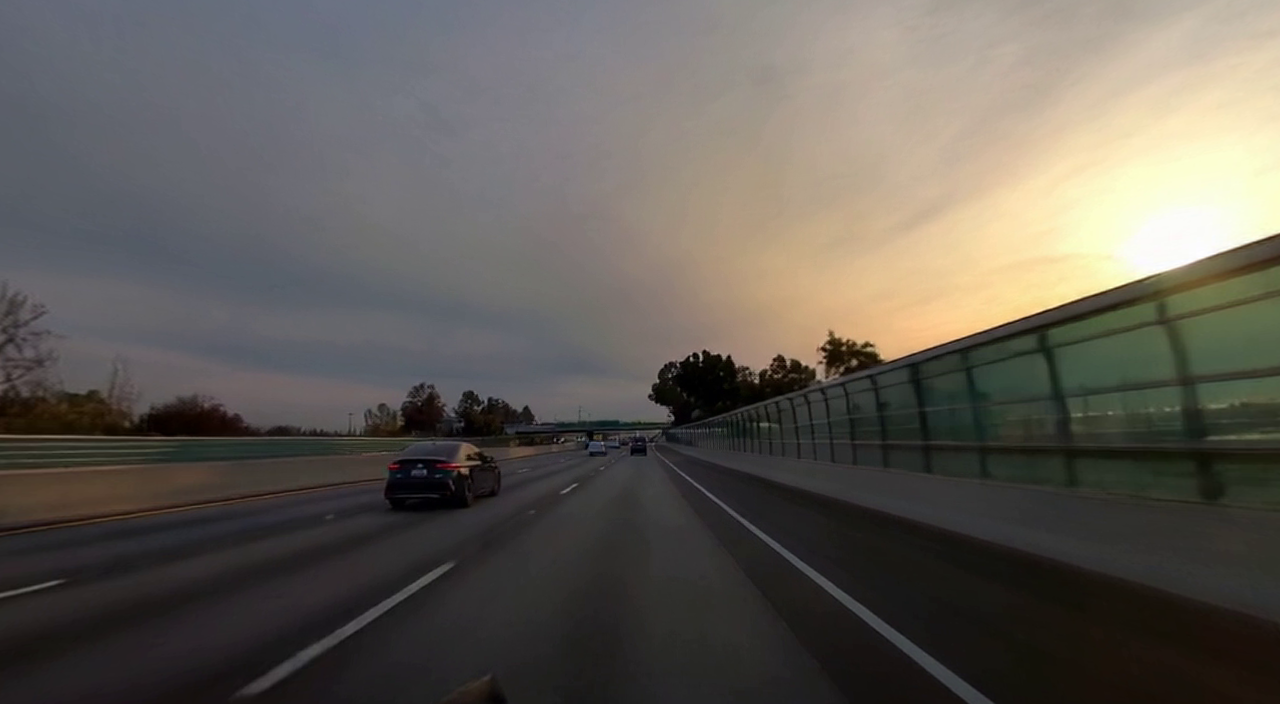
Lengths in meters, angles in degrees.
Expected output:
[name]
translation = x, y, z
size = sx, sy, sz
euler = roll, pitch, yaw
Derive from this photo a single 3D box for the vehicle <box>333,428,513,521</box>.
[vehicle]
translation = -4.055, 2.360, 12.644
size = 2.059, 1.541, 4.296
euler = 0, -8, 0
